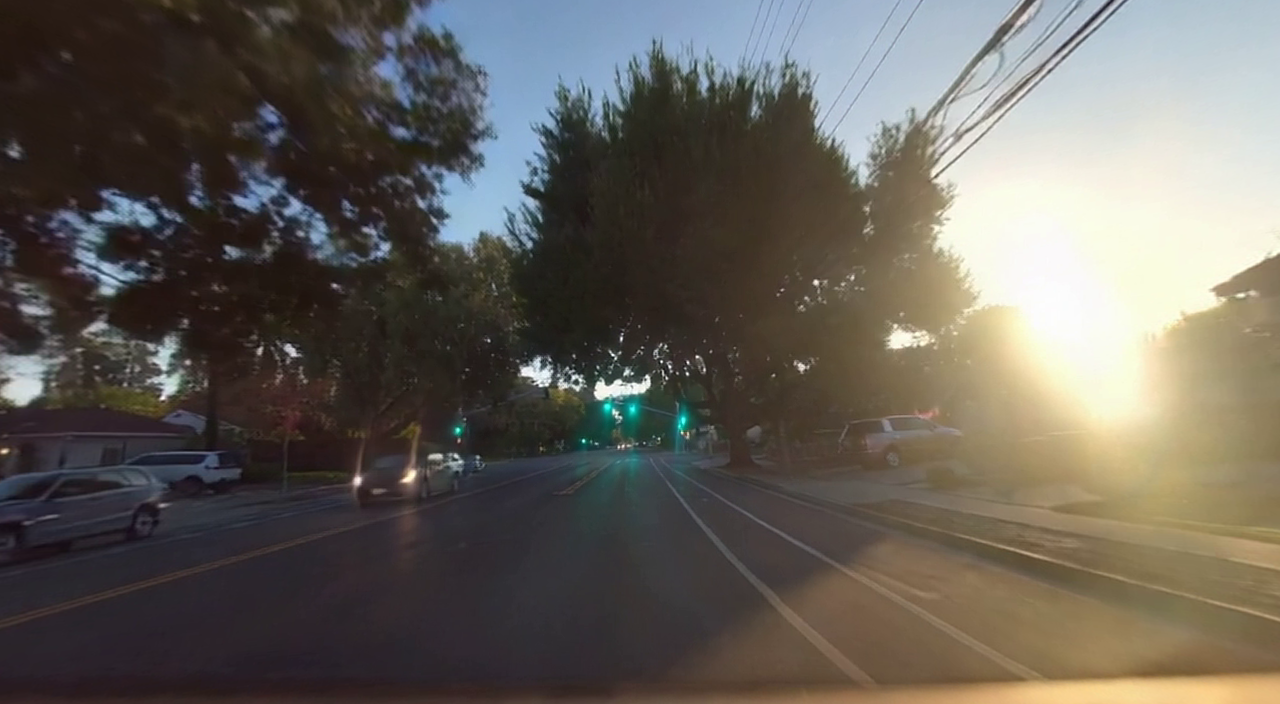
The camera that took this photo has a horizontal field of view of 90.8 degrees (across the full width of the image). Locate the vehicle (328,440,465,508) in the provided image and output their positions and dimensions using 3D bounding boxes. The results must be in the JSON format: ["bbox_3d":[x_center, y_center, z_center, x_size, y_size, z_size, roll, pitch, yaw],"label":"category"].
[{"bbox_3d":[-7.095,3.559,19.038,2.142,1.611,4.890,-5,-8,0],"label":"vehicle"}]

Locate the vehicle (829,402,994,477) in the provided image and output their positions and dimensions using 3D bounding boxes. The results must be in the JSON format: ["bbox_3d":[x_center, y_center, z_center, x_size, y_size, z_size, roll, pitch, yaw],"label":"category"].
[{"bbox_3d":[9.382,2.931,21.731,5.565,2.036,1.907,-1,-7,-27],"label":"vehicle"}]

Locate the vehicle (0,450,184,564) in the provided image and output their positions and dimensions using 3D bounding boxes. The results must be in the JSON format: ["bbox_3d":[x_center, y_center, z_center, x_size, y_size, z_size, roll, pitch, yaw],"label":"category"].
[{"bbox_3d":[-11.501,2.974,11.997,2.024,1.795,5.054,-11,-8,-3],"label":"vehicle"}]

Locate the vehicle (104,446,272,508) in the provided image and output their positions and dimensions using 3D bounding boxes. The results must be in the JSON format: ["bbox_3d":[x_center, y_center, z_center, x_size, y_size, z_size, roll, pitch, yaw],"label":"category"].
[{"bbox_3d":[-19.913,5.494,28.069,5.775,2.026,2.228,-5,-9,-3],"label":"vehicle"}]
